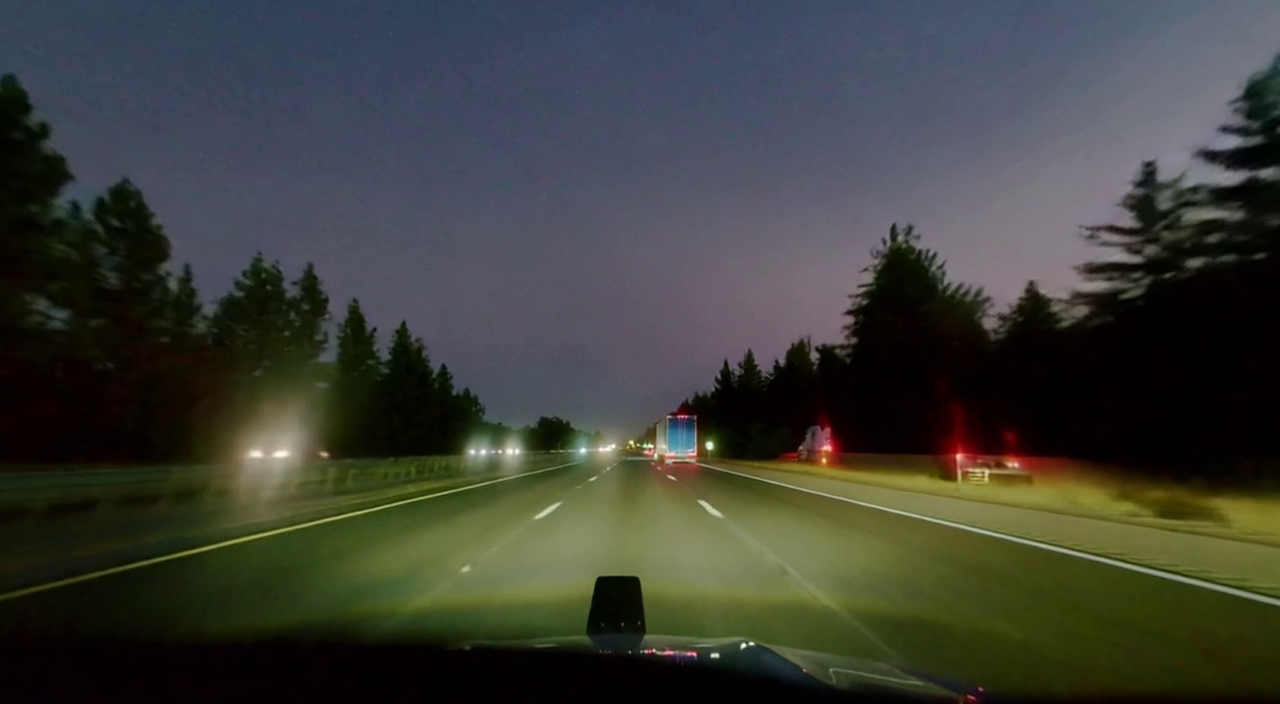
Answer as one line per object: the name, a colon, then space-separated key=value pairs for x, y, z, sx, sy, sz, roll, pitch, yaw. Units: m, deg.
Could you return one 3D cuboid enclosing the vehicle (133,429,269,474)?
vehicle: x=-15.895 y=3.644 z=23.156 sx=1.826 sy=1.466 sz=4.425 roll=0 pitch=-9 yaw=0
